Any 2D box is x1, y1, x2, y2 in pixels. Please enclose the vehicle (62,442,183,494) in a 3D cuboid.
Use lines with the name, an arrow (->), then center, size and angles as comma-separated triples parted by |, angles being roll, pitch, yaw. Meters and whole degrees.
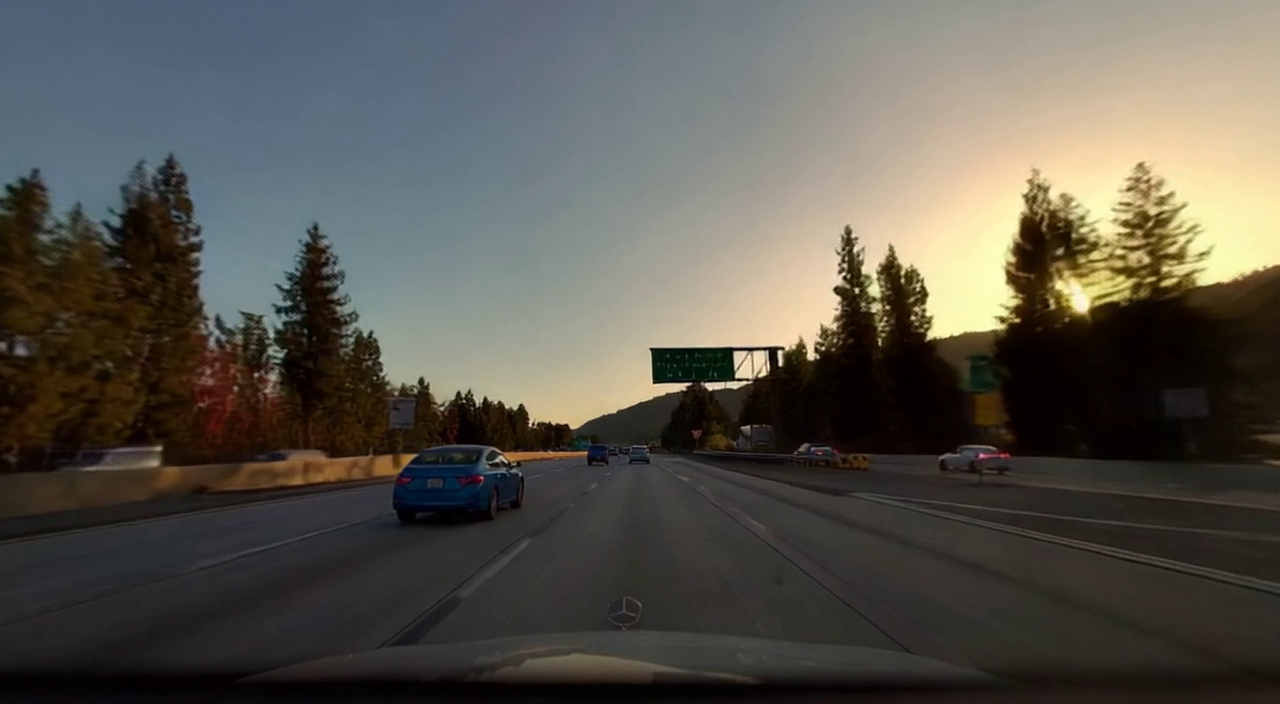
vehicle -> -36.890, 8.244, 45.468 | 2.849, 3.374, 7.257 | 1, -9, -5

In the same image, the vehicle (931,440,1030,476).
vehicle -> 15.574, 4.875, 29.253 | 1.873, 1.463, 4.937 | 0, -9, 1

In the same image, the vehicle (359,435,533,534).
vehicle -> -3.435, 2.431, 12.171 | 2.020, 1.554, 4.137 | 0, -9, 0

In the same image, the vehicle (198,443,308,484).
vehicle -> -17.353, 5.005, 28.672 | 2.043, 1.651, 4.727 | 0, -9, -1
